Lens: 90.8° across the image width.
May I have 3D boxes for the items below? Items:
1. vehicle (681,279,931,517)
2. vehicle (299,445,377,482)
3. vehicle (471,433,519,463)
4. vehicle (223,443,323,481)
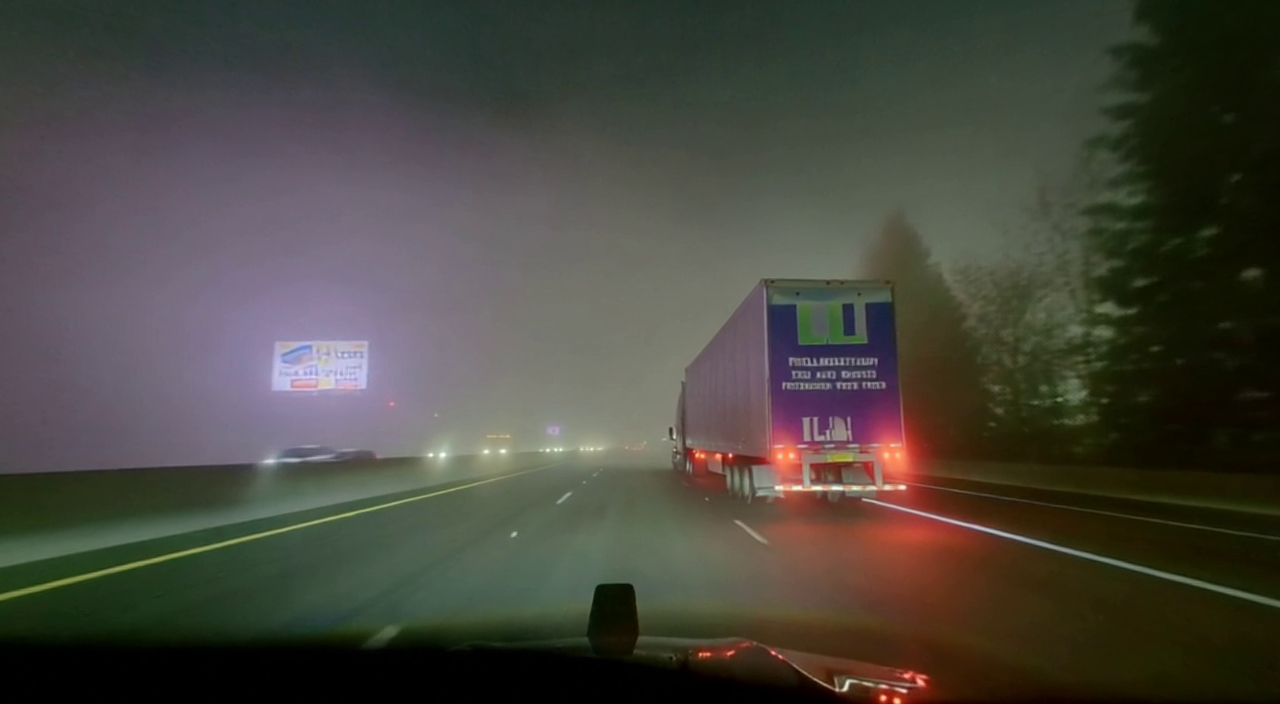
[{"bbox_3d":[3.576,2.073,20.154,2.891,4.387,17.121,0,-9,-2],"label":"vehicle"},{"bbox_3d":[-11.564,4.260,24.389,1.438,1.326,3.184,0,-9,0],"label":"vehicle"},{"bbox_3d":[-11.314,7.529,49.651,2.416,2.253,5.336,0,-9,1],"label":"vehicle"},{"bbox_3d":[-14.670,4.393,25.486,1.864,1.435,3.584,0,-9,-1],"label":"vehicle"}]
